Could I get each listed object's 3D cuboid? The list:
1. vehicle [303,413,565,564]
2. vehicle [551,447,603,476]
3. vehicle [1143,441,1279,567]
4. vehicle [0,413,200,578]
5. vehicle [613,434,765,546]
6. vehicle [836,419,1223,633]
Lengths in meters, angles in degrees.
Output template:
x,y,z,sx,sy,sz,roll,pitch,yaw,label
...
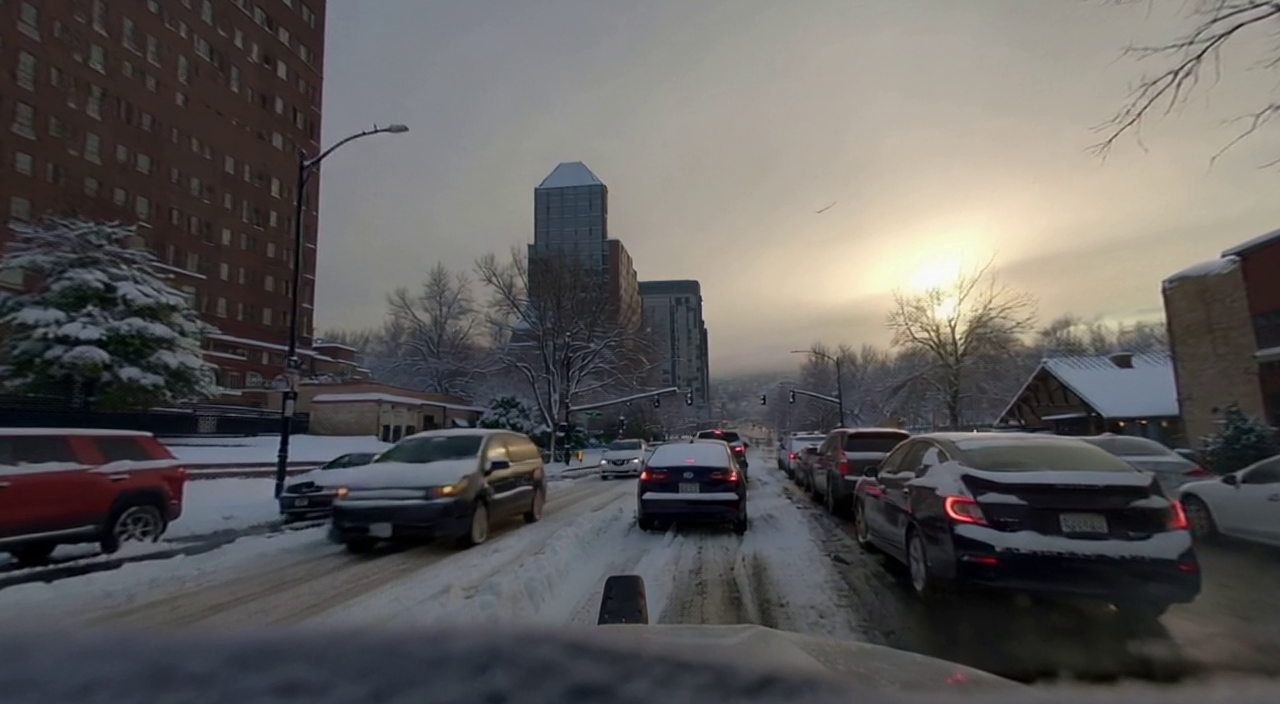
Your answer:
x,y,z,sx,sy,sz,roll,pitch,yaw,label
-2.710,1.926,9.691,2.030,1.730,4.453,-1,-8,8,vehicle
-3.511,6.222,36.072,1.930,1.480,4.174,-1,-8,9,vehicle
8.605,1.813,7.492,1.901,1.500,4.729,-1,-8,9,vehicle
-7.874,1.694,7.265,1.934,1.770,4.546,-6,-9,9,vehicle
0.910,2.122,10.378,2.031,1.461,3.763,-1,-8,8,vehicle
3.469,1.567,6.755,1.982,1.510,4.144,-1,-8,9,vehicle
